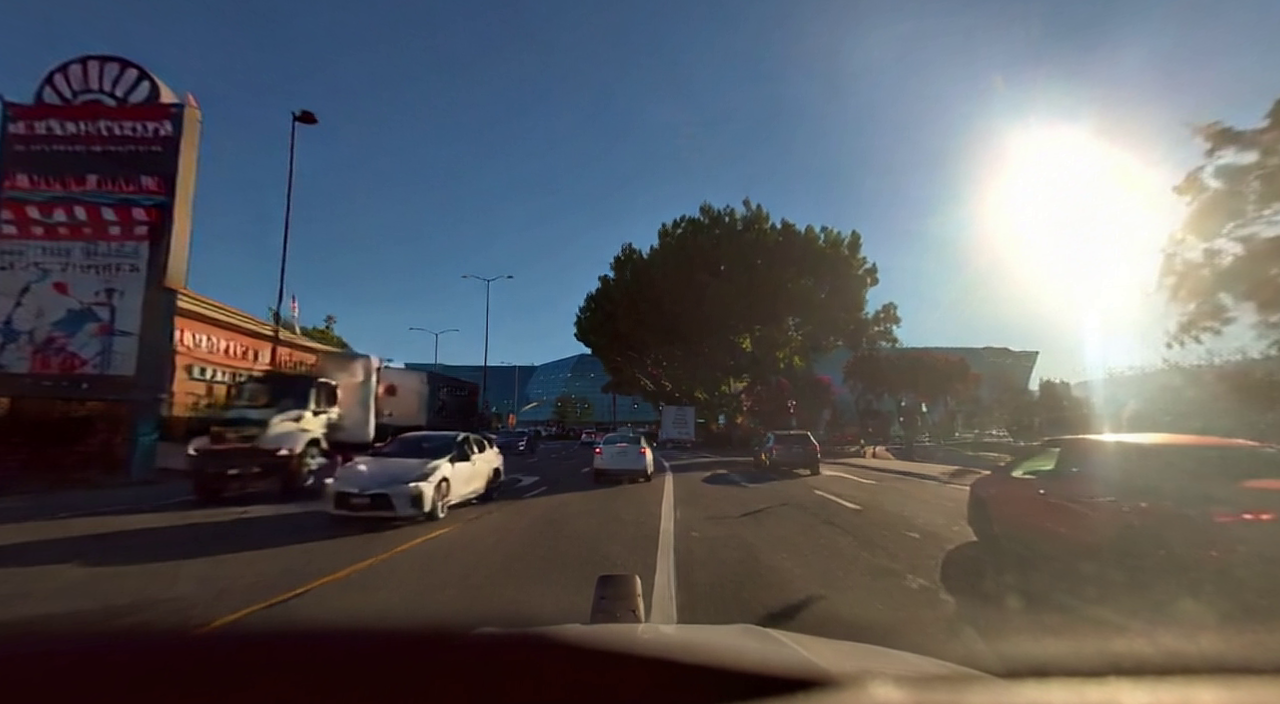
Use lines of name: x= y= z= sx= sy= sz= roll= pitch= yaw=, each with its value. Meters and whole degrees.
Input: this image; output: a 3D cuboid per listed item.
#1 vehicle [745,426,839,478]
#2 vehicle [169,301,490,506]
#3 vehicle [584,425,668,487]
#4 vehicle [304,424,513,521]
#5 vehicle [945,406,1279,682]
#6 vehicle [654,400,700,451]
vehicle: x=4.670 y=3.128 z=19.972 sx=1.889 sy=1.480 sz=3.876 roll=0 pitch=-8 yaw=-2
vehicle: x=-6.981 y=1.605 z=16.828 sx=2.986 sy=3.821 sz=10.059 roll=0 pitch=-8 yaw=3
vehicle: x=-0.314 y=2.722 z=16.843 sx=1.991 sy=1.472 sz=3.518 roll=0 pitch=-8 yaw=1
vehicle: x=-3.944 y=2.115 z=11.744 sx=1.964 sy=1.428 sz=4.481 roll=0 pitch=-8 yaw=4
vehicle: x=4.496 y=1.224 z=4.896 sx=2.081 sy=1.434 sz=4.833 roll=0 pitch=-8 yaw=3
vehicle: x=2.625 y=5.545 z=46.836 sx=2.917 sy=3.482 sz=6.946 roll=0 pitch=-8 yaw=-1
